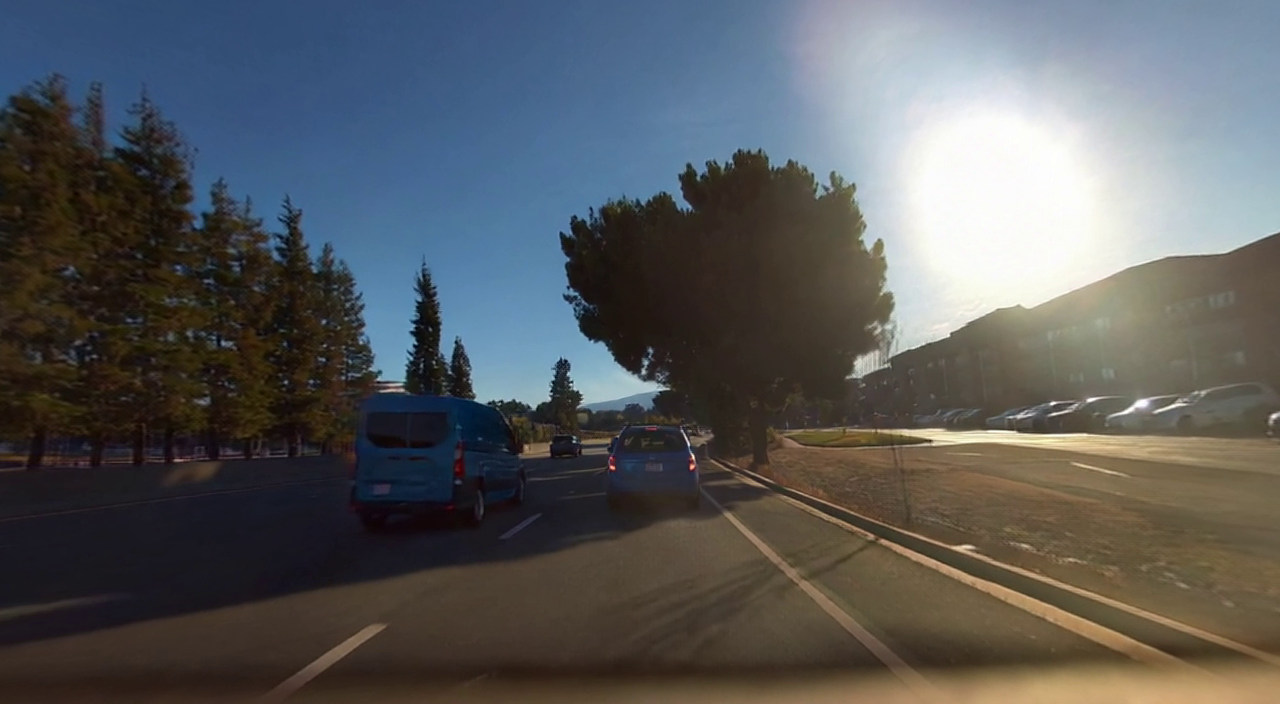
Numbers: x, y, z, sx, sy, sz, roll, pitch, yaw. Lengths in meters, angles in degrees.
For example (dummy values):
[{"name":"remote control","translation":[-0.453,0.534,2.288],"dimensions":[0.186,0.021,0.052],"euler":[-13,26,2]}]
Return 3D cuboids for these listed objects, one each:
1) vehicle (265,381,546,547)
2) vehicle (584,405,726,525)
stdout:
[{"name":"vehicle","translation":[-3.366,1.808,10.745],"dimensions":[2.486,2.074,5.456],"euler":[0,-9,2]},{"name":"vehicle","translation":[0.292,2.056,11.885],"dimensions":[2.173,1.830,4.189],"euler":[0,-9,2]}]
